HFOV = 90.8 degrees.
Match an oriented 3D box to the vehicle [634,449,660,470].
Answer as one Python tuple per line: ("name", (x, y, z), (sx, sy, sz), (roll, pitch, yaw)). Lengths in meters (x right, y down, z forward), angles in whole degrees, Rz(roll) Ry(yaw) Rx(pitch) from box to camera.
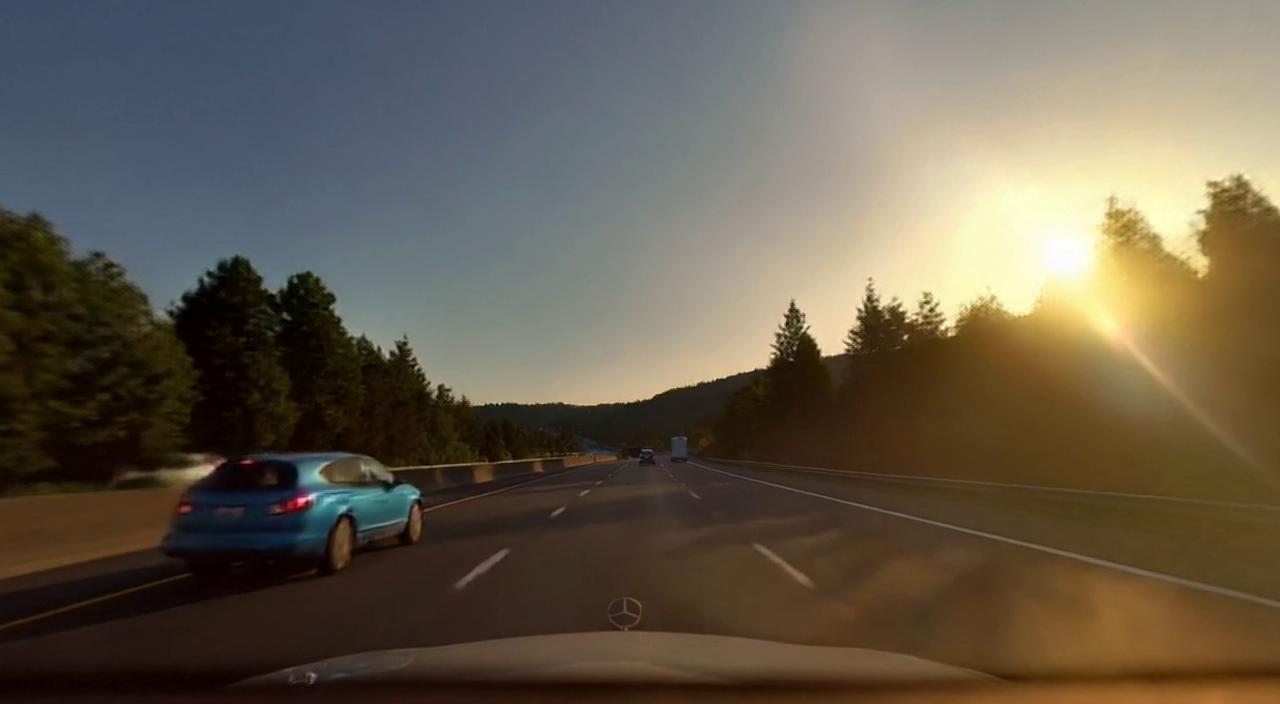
("vehicle", (0.559, 8.496, 49.888), (2.006, 1.586, 3.915), (0, -9, 1))

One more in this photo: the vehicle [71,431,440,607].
("vehicle", (-4.022, 1.778, 7.567), (1.927, 1.530, 3.874), (0, -9, 1))
